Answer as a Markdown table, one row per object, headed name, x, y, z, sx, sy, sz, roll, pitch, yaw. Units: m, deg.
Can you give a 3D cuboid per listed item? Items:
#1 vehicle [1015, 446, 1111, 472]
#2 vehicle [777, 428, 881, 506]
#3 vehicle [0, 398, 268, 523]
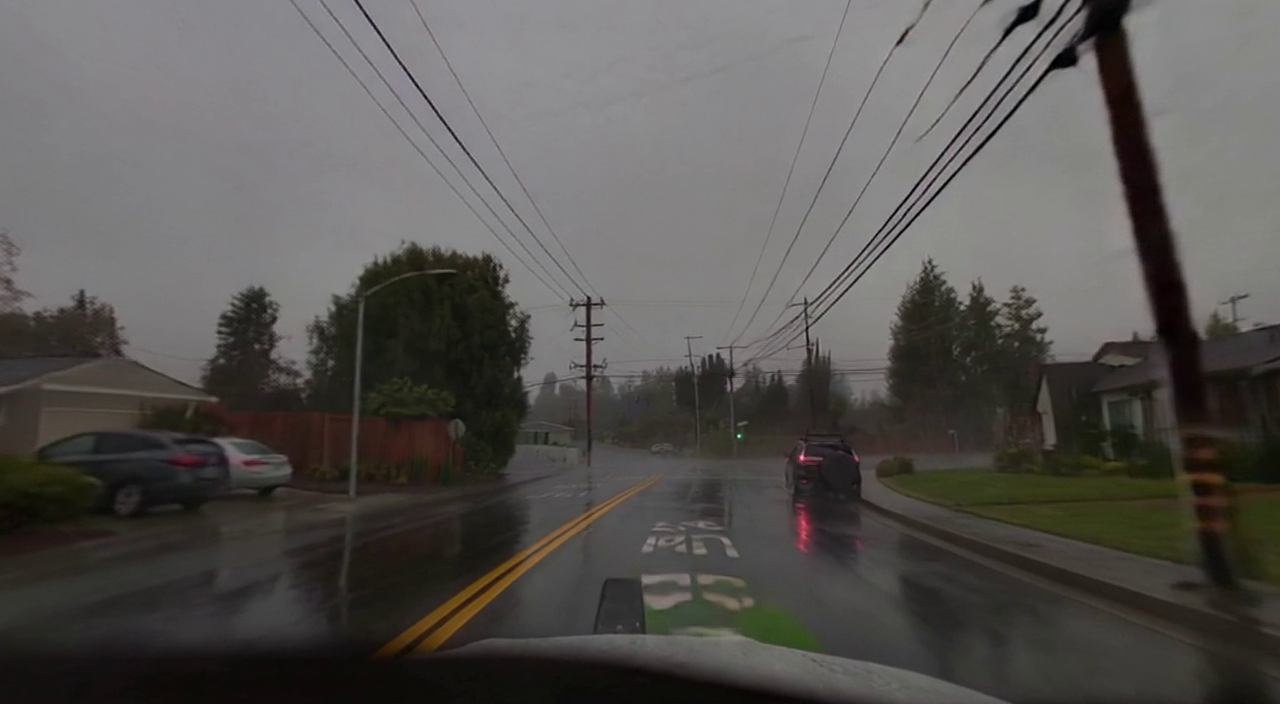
| name | x | y | z | sx | sy | sz | roll | pitch | yaw |
| --- | --- | --- | --- | --- | --- | --- | --- | --- | --- |
| vehicle | 25.486 | 6.482 | 38.209 | 4.322 | 1.499 | 1.927 | -3 | -9 | 15 |
| vehicle | 5.075 | 3.126 | 17.630 | 2.070 | 1.847 | 4.457 | -1 | -8 | 8 |
| vehicle | -11.370 | 2.272 | 13.716 | 5.228 | 2.041 | 2.023 | 4 | -8 | 6 |
